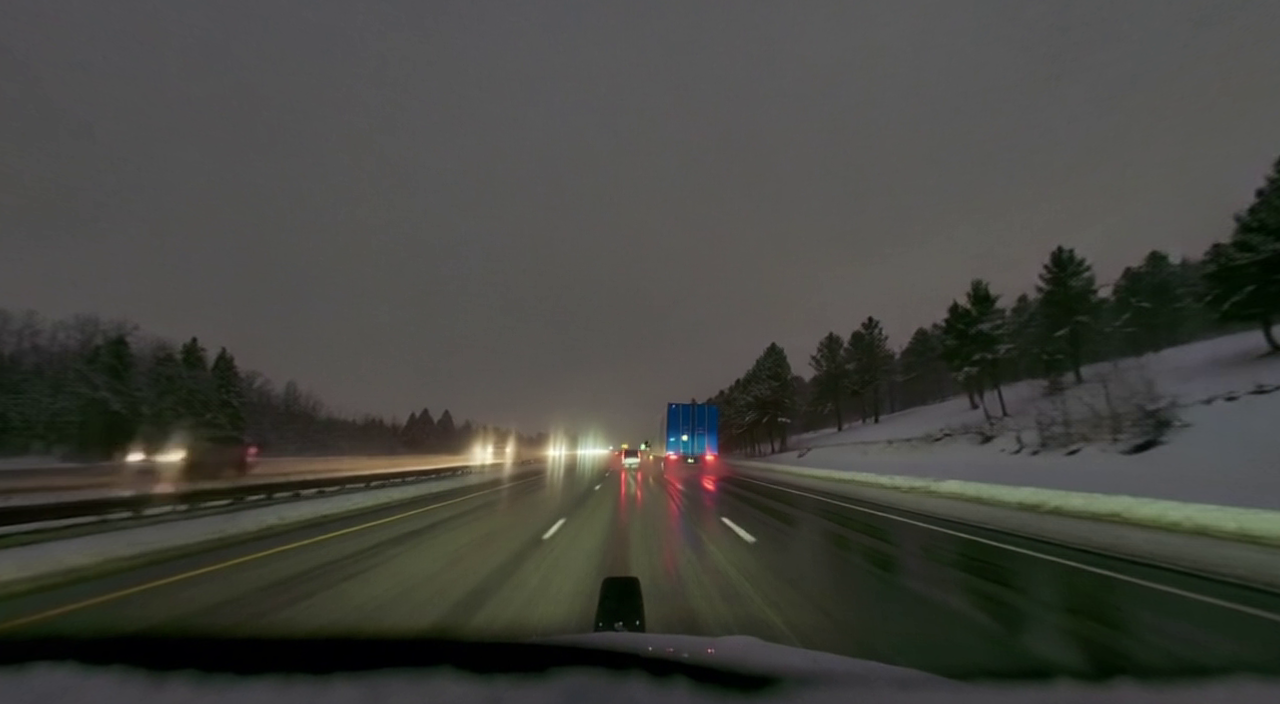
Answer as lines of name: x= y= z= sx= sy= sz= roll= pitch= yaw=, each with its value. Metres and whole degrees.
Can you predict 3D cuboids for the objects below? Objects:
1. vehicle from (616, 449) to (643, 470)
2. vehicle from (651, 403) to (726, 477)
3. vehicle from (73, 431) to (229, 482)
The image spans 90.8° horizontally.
vehicle: x=-0.767 y=7.959 z=46.783 sx=1.898 sy=1.438 sz=4.053 roll=0 pitch=-9 yaw=-1
vehicle: x=2.910 y=6.260 z=43.966 sx=3.462 sy=4.177 sz=16.311 roll=0 pitch=-9 yaw=-2
vehicle: x=-15.286 y=3.307 z=20.039 sx=1.776 sy=1.436 sz=3.890 roll=0 pitch=-9 yaw=1
